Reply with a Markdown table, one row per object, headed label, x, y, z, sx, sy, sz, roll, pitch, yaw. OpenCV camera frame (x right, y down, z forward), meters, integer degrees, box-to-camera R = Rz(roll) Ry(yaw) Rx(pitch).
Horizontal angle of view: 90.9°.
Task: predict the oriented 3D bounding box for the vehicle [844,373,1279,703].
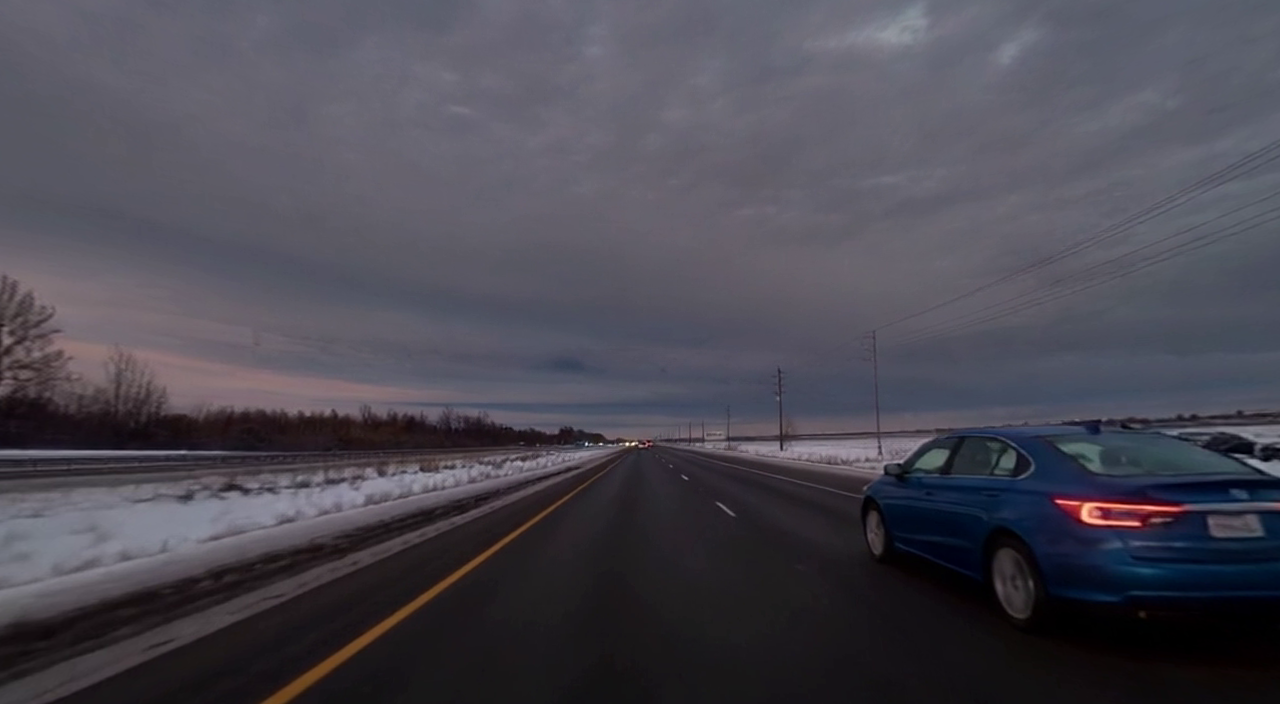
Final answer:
| label | x | y | z | sx | sy | sz | roll | pitch | yaw |
| --- | --- | --- | --- | --- | --- | --- | --- | --- | --- |
| vehicle | 3.598 | 1.270 | 5.510 | 2.044 | 1.658 | 4.640 | 0 | -8 | 0 |
